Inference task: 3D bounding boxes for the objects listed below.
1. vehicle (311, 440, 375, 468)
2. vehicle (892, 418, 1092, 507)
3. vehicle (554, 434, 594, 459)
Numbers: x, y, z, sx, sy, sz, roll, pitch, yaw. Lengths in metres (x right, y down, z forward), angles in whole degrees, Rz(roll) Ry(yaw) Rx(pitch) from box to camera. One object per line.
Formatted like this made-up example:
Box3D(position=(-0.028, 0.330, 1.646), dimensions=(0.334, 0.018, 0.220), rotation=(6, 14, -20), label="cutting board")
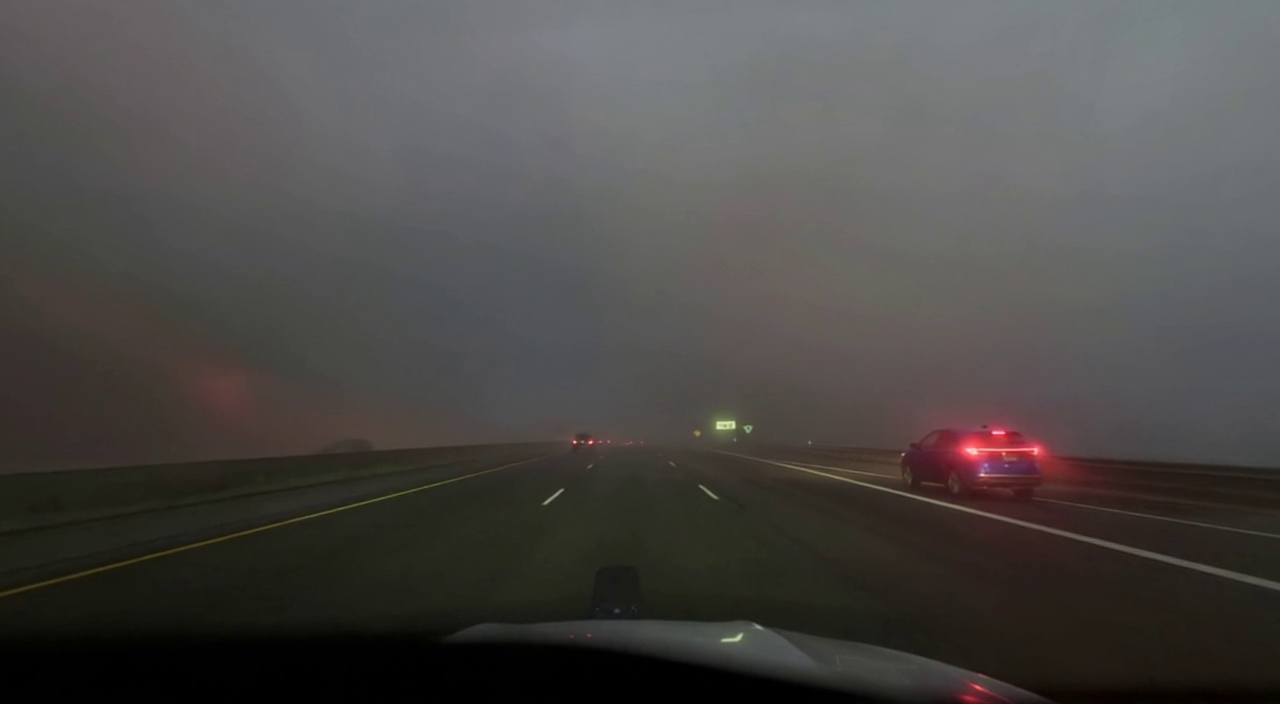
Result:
Box3D(position=(-17.577, 6.029, 37.406), dimensions=(1.796, 1.493, 4.183), rotation=(0, -8, -1), label="vehicle")
Box3D(position=(7.265, 2.295, 13.548), dimensions=(1.956, 1.634, 3.935), rotation=(0, -8, -1), label="vehicle")
Box3D(position=(-4.026, 5.829, 38.991), dimensions=(2.032, 1.465, 4.316), rotation=(0, -8, -1), label="vehicle")
